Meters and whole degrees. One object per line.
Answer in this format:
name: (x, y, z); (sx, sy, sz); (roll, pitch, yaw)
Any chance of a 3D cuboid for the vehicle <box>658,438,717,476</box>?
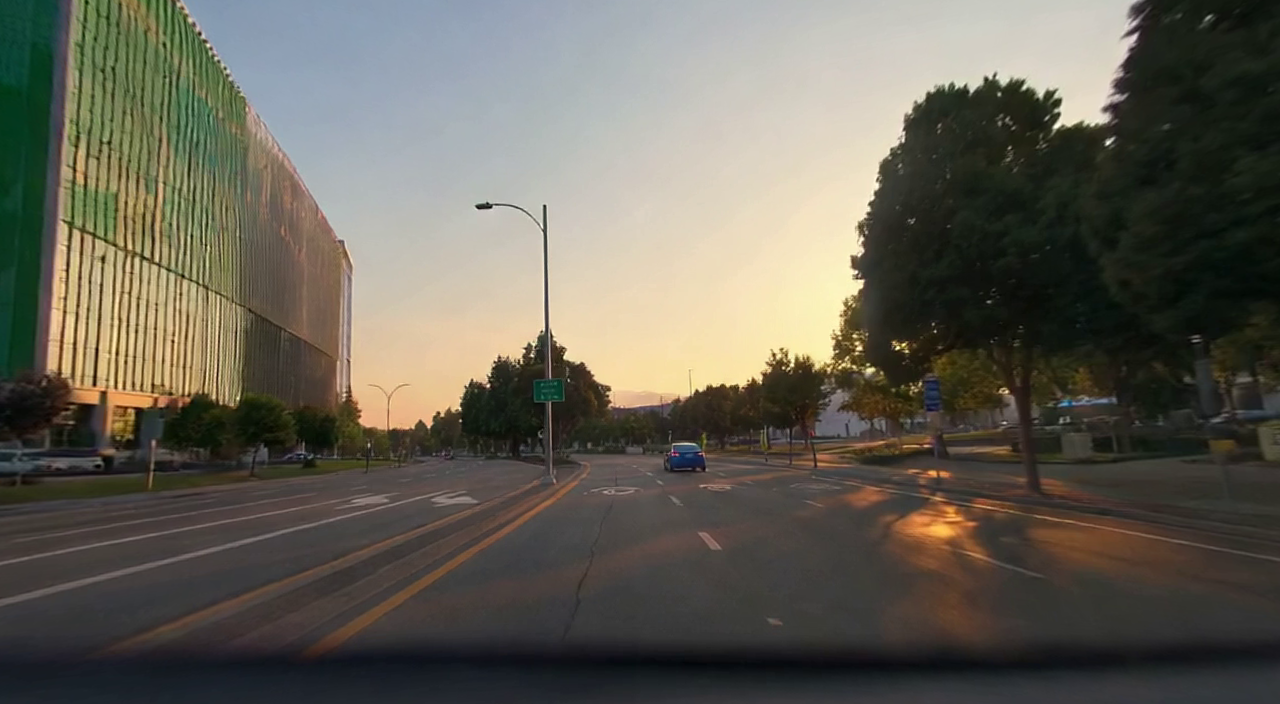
vehicle: (2.180, 4.989, 30.167); (2.165, 1.633, 4.381); (0, -8, -4)
